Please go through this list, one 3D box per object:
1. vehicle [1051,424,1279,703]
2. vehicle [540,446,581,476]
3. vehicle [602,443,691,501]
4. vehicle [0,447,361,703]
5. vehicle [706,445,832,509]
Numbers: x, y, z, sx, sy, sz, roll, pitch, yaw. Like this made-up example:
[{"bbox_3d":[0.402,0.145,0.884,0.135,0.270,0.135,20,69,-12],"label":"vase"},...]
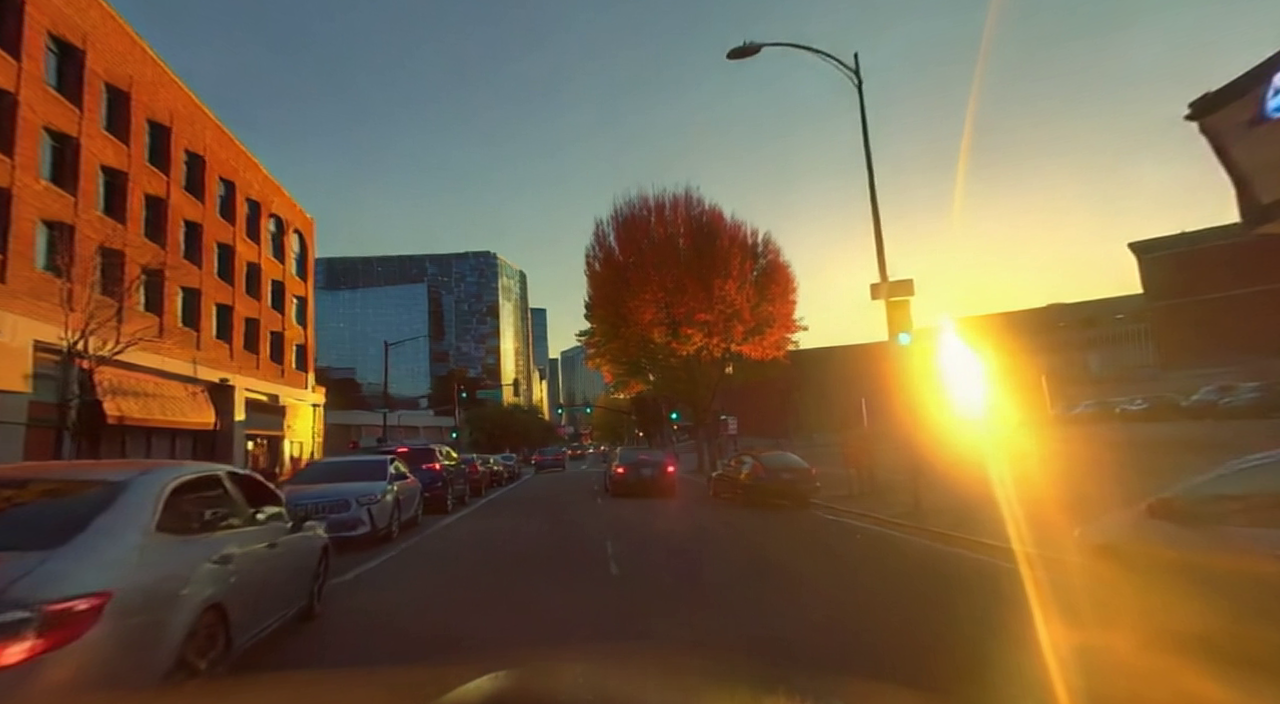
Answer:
[{"bbox_3d":[4.331,1.112,2.973,1.986,1.555,3.879,0,-8,-3],"label":"vehicle"},{"bbox_3d":[-4.434,6.097,35.525,2.102,1.521,4.078,1,-8,-6],"label":"vehicle"},{"bbox_3d":[0.038,3.463,18.708,2.150,1.464,4.467,1,-8,-5],"label":"vehicle"},{"bbox_3d":[-3.169,1.225,3.258,2.169,1.427,4.531,1,-9,-11],"label":"vehicle"},{"bbox_3d":[3.236,3.223,16.875,1.956,1.446,4.537,1,-8,-7],"label":"vehicle"}]
